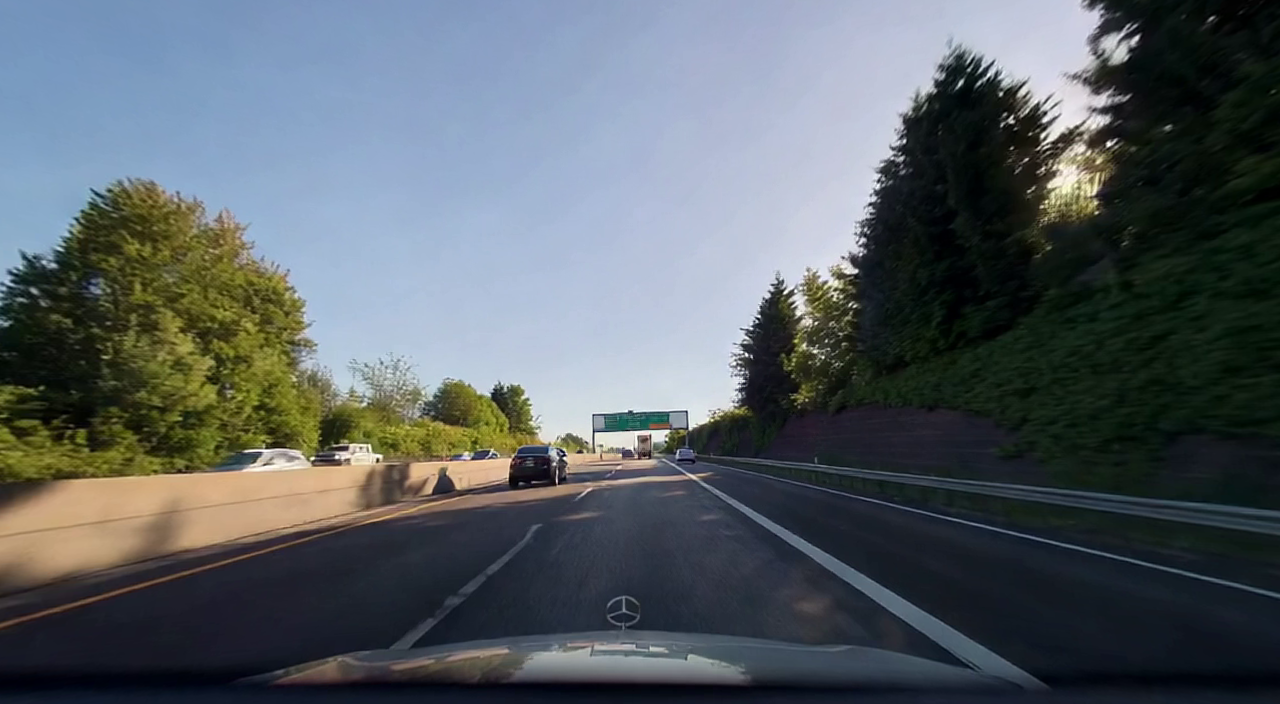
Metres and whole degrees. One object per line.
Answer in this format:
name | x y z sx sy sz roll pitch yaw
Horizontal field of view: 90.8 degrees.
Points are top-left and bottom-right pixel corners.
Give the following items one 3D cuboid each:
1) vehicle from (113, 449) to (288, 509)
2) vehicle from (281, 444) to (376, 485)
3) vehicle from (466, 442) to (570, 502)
vehicle | -12.448 3.580 18.303 1.885 1.494 4.325 0 -9 1
vehicle | -16.772 6.058 34.379 2.248 2.059 5.585 0 -9 1
vehicle | -3.332 3.377 18.180 2.020 1.475 4.434 0 -9 1
